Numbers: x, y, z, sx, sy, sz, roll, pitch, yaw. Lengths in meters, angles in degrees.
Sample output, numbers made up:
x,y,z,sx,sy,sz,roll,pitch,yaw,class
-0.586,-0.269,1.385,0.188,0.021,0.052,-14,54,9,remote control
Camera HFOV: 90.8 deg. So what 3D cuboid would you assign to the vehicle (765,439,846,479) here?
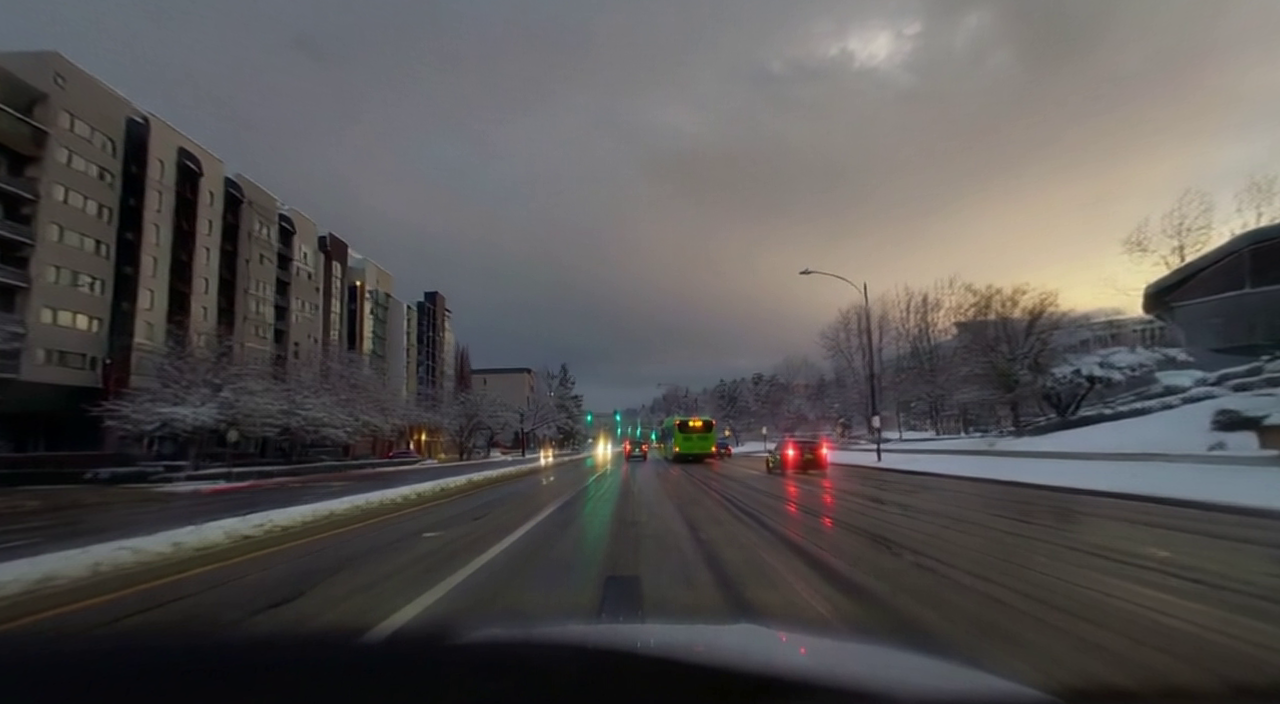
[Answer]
x,y,z,sx,sy,sz,roll,pitch,yaw,class
6.648,4.351,25.904,1.992,1.447,4.414,0,-9,-2,vehicle
